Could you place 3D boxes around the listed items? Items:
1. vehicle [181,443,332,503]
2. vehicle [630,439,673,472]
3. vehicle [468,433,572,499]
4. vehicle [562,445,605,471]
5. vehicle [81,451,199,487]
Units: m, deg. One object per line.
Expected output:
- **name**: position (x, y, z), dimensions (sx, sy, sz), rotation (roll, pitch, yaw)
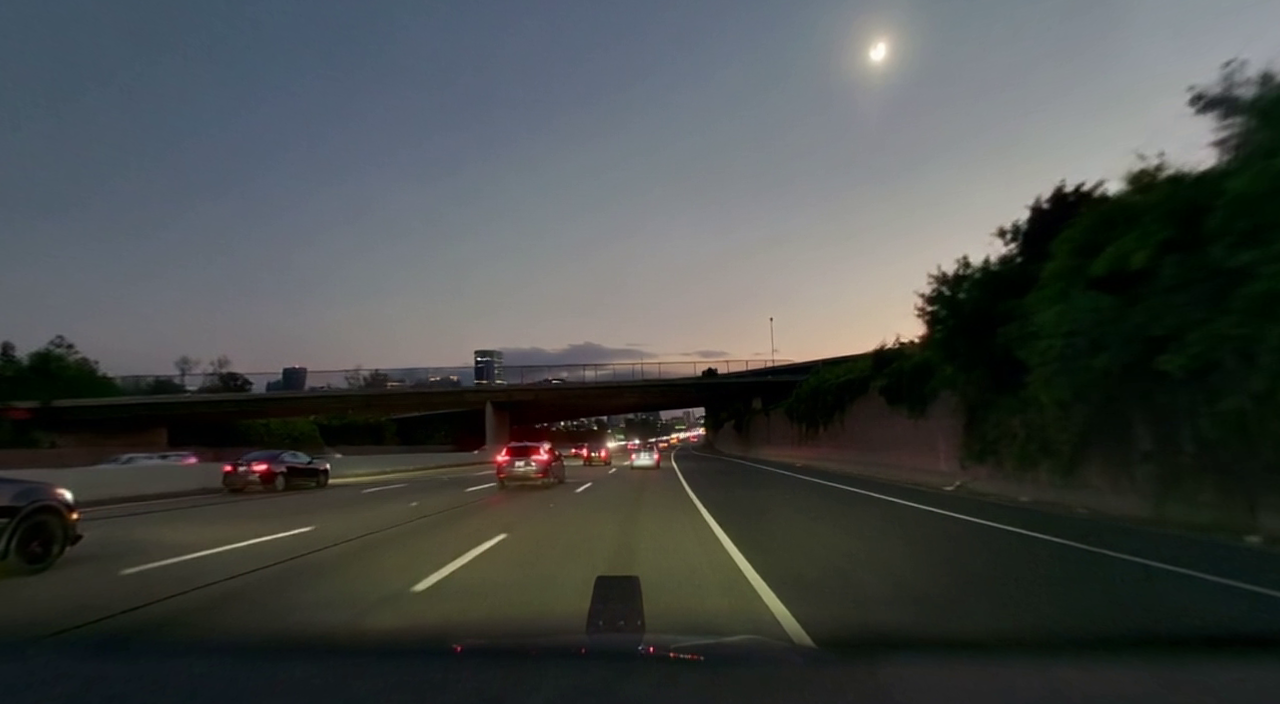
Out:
- **vehicle**: position (-11.868, 3.720, 19.852), dimensions (1.954, 1.640, 4.339), rotation (0, -8, 1)
- **vehicle**: position (0.635, 5.560, 34.060), dimensions (2.160, 1.678, 4.178), rotation (0, -8, 2)
- **vehicle**: position (-3.431, 3.363, 19.001), dimensions (2.161, 1.759, 4.482), rotation (0, -8, 1)
- **vehicle**: position (-3.377, 6.416, 38.311), dimensions (1.997, 1.490, 4.471), rotation (0, -8, 2)
- **vehicle**: position (-28.209, 6.586, 35.707), dimensions (2.250, 1.781, 5.205), rotation (0, -8, 2)
